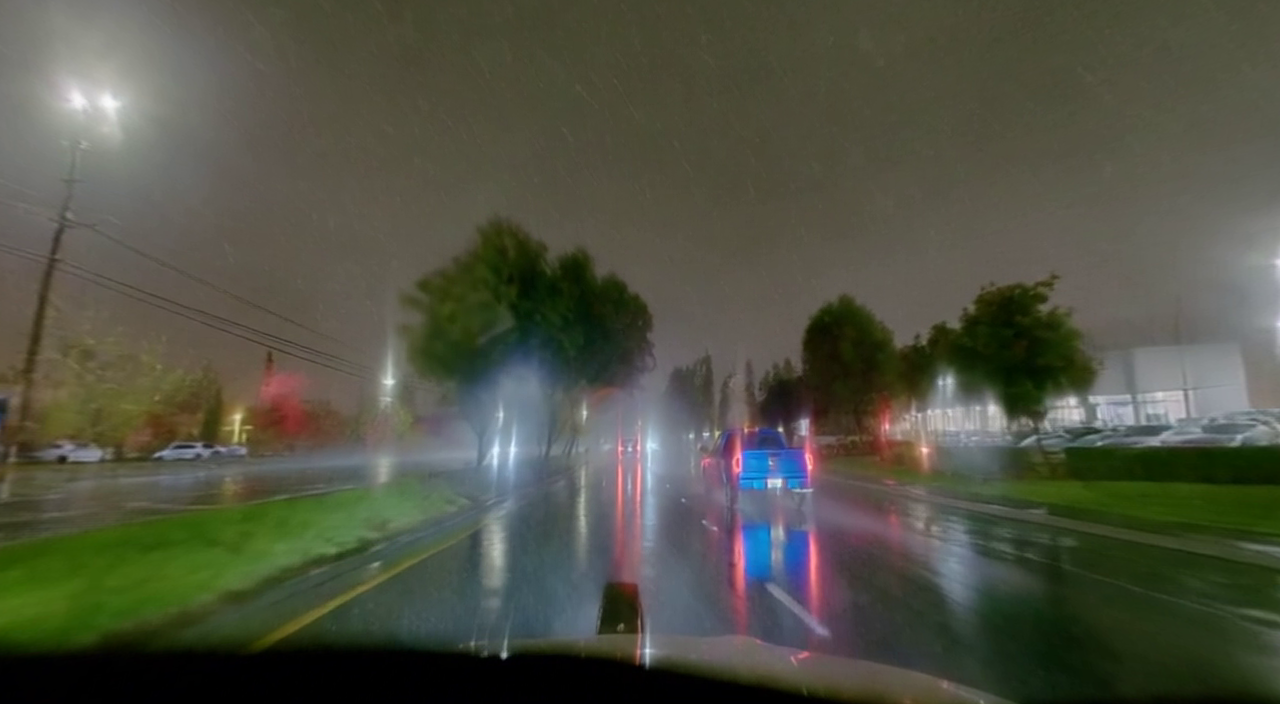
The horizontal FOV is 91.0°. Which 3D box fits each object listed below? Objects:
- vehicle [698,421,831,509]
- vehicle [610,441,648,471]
[{"bbox_3d":[3.034,2.944,16.880,2.367,1.919,5.651,0,-8,0],"label":"vehicle"},{"bbox_3d":[-0.583,5.683,34.643,1.968,1.521,4.262,0,-8,0],"label":"vehicle"}]
